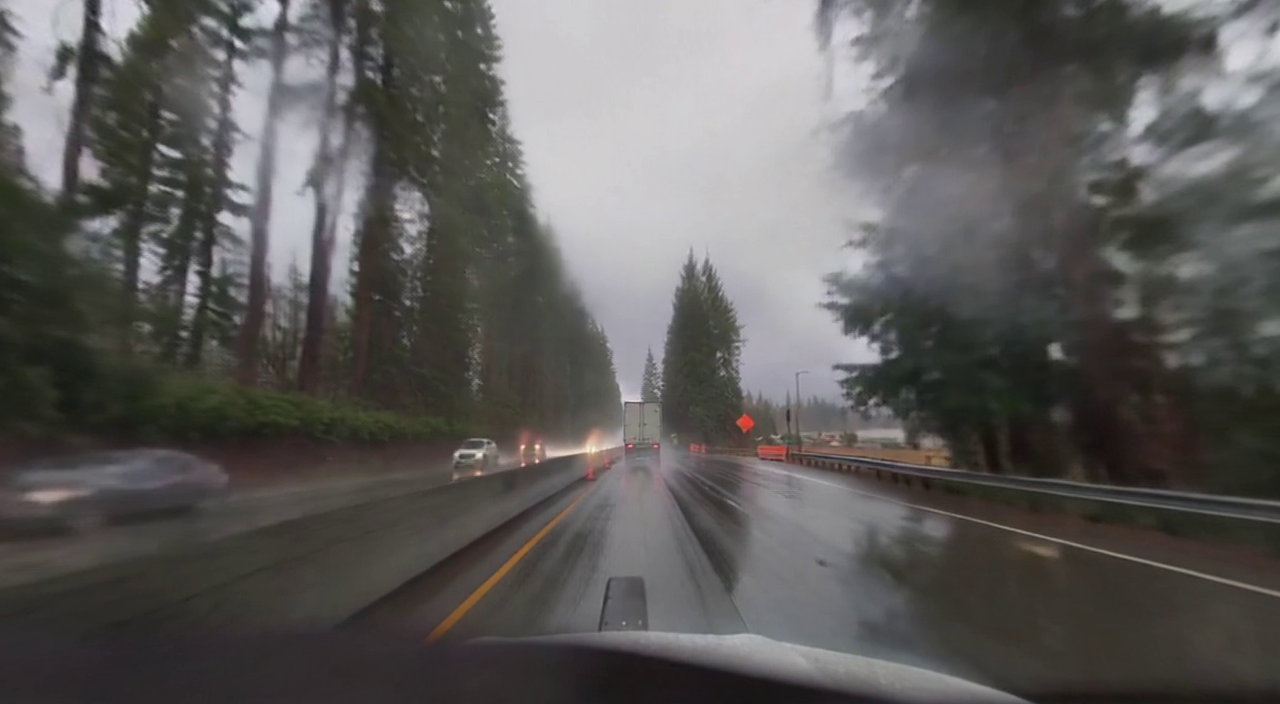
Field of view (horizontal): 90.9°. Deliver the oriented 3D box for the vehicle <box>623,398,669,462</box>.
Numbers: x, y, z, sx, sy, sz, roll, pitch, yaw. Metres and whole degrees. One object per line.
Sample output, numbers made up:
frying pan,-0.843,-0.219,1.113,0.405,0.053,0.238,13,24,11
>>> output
vehicle,0.239,5.761,45.864,2.935,4.068,11.036,0,-8,-1
